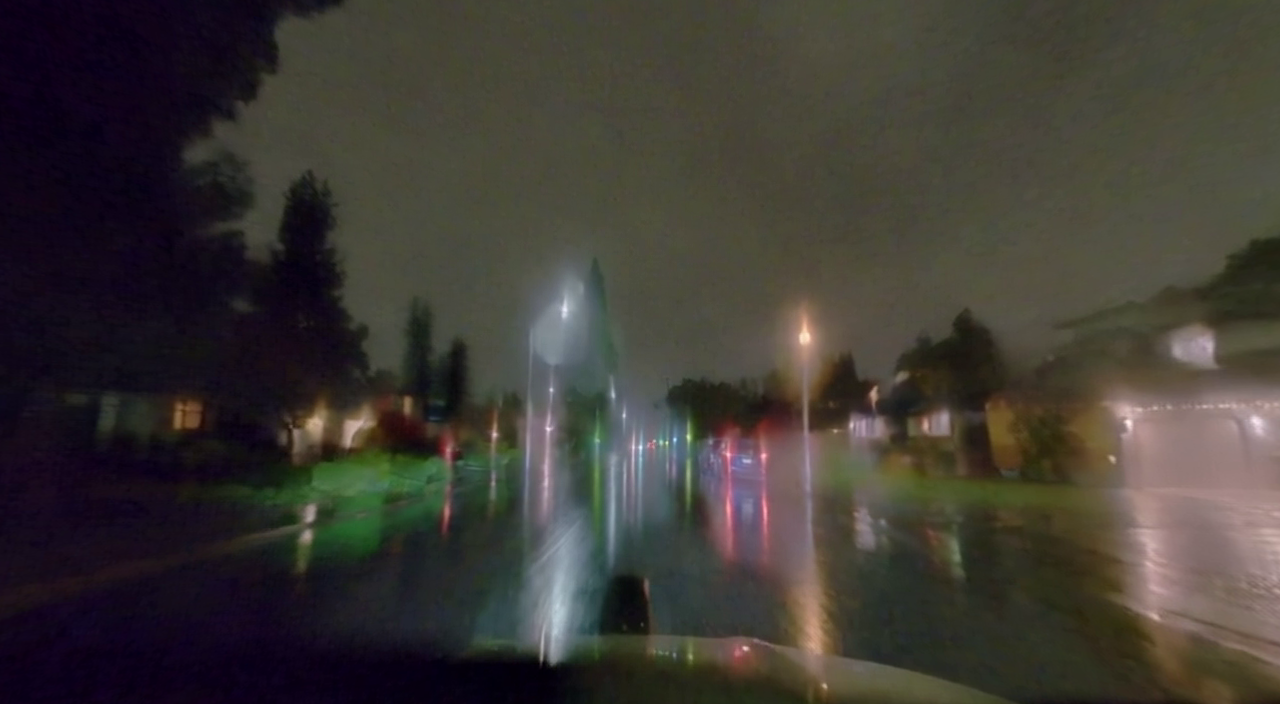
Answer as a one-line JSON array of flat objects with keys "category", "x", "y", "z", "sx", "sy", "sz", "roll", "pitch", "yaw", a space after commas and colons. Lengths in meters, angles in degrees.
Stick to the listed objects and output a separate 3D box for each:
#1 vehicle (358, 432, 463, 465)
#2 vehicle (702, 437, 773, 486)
[{"category": "vehicle", "x": -12.555, "y": 5.290, "z": 34.629, "sx": 4.906, "sy": 1.564, "sz": 1.988, "roll": 1, "pitch": -8, "yaw": 6}, {"category": "vehicle", "x": 3.787, "y": 4.331, "z": 25.245, "sx": 2.046, "sy": 1.760, "sz": 4.570, "roll": 0, "pitch": -8, "yaw": -1}]
